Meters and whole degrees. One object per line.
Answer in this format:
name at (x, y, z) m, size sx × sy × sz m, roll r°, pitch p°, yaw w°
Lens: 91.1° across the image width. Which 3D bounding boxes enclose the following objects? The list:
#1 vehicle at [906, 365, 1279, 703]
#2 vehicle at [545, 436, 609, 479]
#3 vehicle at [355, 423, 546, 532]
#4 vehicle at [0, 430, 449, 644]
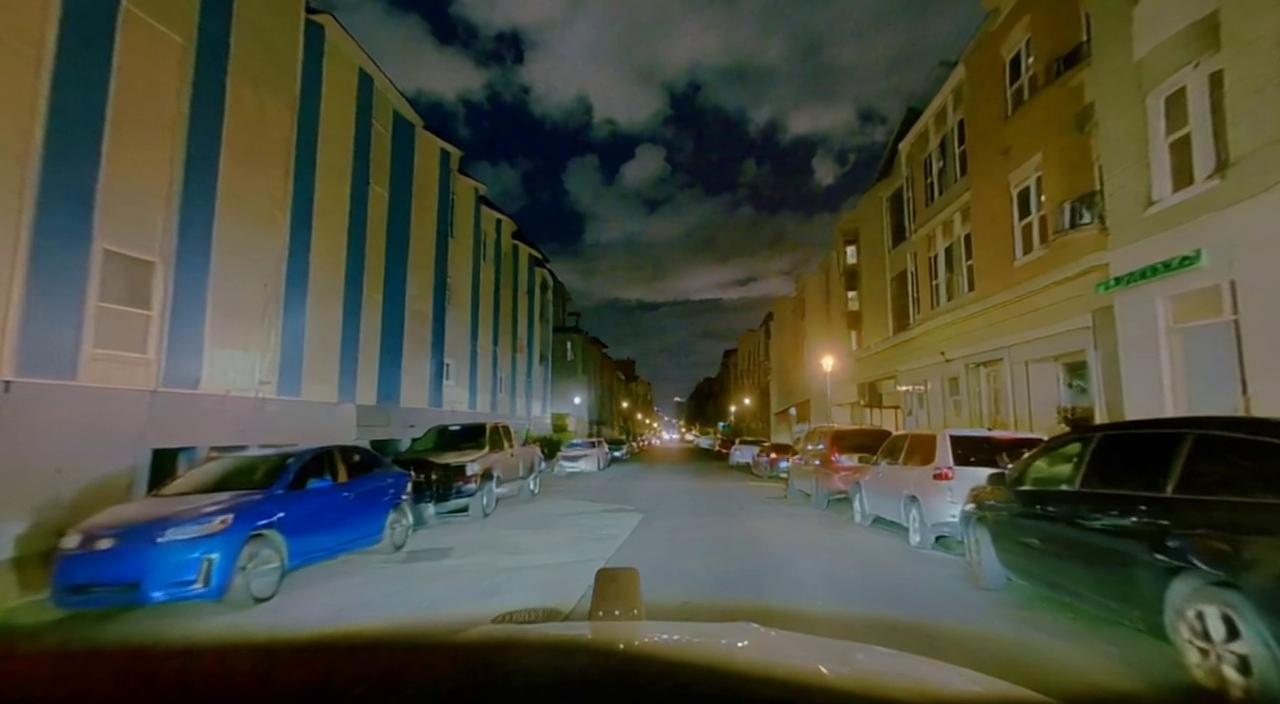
vehicle at (3.489, 1.081, 4.008) m, size 1.883 × 1.615 × 4.234 m, roll -1°, pitch -8°, yaw 3°
vehicle at (-2.328, 3.992, 24.132) m, size 1.840 × 1.493 × 3.761 m, roll -1°, pitch -8°, yaw 4°
vehicle at (-3.197, 2.201, 11.710) m, size 1.942 × 1.629 × 4.302 m, roll -1°, pitch -8°, yaw 4°
vehicle at (-3.703, 1.560, 6.506) m, size 1.830 × 1.427 × 4.294 m, roll -1°, pitch -8°, yaw 4°
